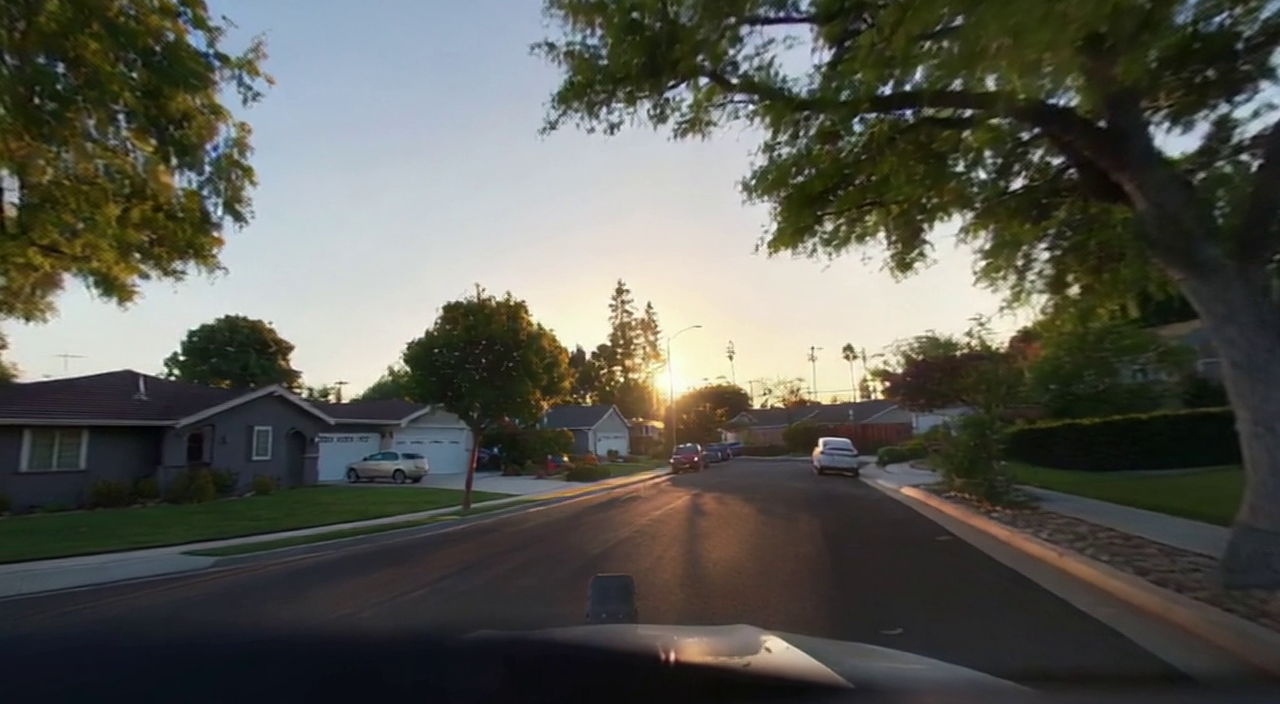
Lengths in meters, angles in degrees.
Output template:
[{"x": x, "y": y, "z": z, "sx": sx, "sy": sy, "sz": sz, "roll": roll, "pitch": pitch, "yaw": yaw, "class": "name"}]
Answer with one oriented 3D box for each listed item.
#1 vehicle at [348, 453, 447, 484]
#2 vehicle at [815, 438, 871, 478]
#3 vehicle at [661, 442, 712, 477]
[{"x": -12.334, "y": 5.906, "z": 32.196, "sx": 4.404, "sy": 1.495, "sz": 1.844, "roll": -2, "pitch": -9, "yaw": 15, "class": "vehicle"}, {"x": 8.874, "y": 4.625, "z": 27.919, "sx": 2.005, "sy": 1.553, "sz": 3.984, "roll": 0, "pitch": -8, "yaw": 13, "class": "vehicle"}, {"x": 2.977, "y": 6.676, "z": 39.546, "sx": 2.208, "sy": 1.834, "sz": 4.675, "roll": -8, "pitch": -10, "yaw": 13, "class": "vehicle"}]
